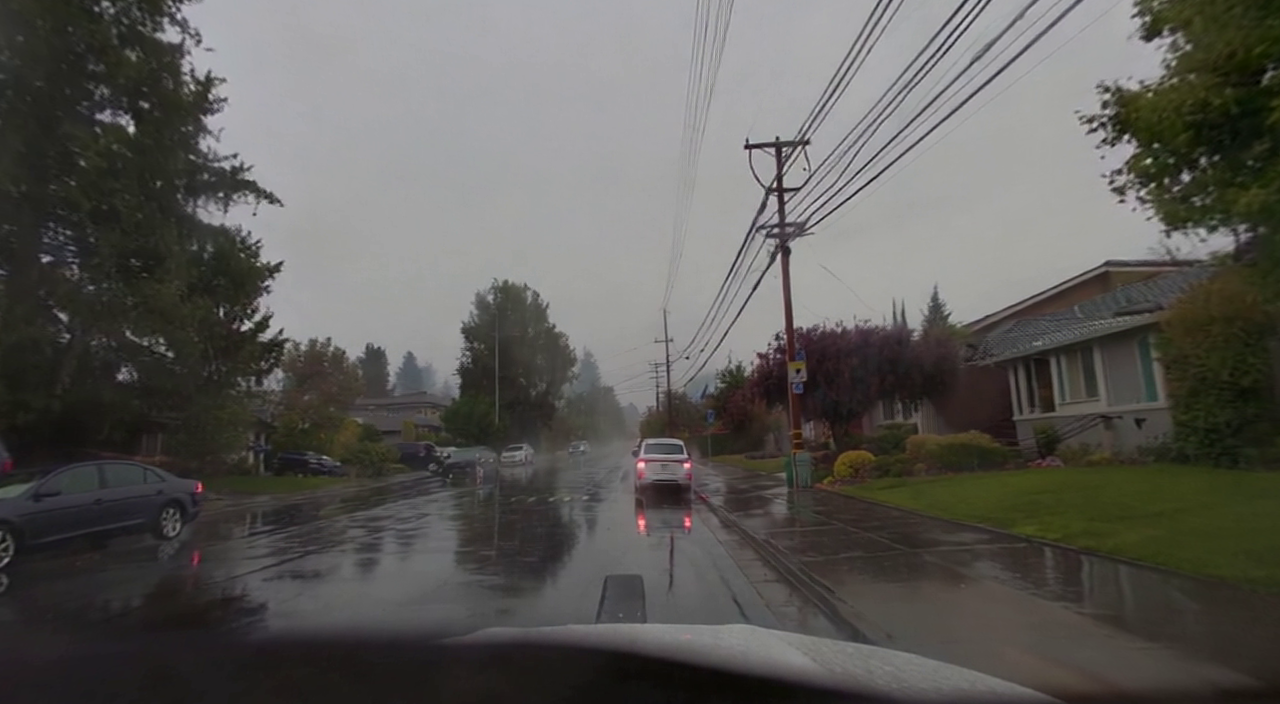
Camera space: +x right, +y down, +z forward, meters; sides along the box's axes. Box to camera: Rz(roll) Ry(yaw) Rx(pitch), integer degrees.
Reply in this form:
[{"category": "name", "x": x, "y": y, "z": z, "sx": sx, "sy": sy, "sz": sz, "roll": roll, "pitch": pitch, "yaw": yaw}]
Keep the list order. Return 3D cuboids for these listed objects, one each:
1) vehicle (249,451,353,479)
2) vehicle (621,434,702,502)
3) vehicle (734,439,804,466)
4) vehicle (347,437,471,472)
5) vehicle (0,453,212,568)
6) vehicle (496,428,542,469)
[{"category": "vehicle", "x": -17.963, "y": 6.010, "z": 33.632, "sx": 4.481, "sy": 1.420, "sz": 1.712, "roll": 0, "pitch": -9, "yaw": -3}, {"category": "vehicle", "x": 0.576, "y": 2.972, "z": 16.494, "sx": 1.908, "sy": 1.572, "sz": 3.105, "roll": 0, "pitch": -8, "yaw": 3}, {"category": "vehicle", "x": 8.140, "y": 6.377, "z": 40.222, "sx": 4.075, "sy": 1.674, "sz": 1.811, "roll": 0, "pitch": -8, "yaw": 1}, {"category": "vehicle", "x": -13.683, "y": 6.110, "z": 37.720, "sx": 6.488, "sy": 2.009, "sz": 2.354, "roll": 0, "pitch": -9, "yaw": 1}, {"category": "vehicle", "x": -9.415, "y": 2.373, "z": 10.027, "sx": 1.968, "sy": 1.449, "sz": 4.502, "roll": 0, "pitch": -8, "yaw": 2}, {"category": "vehicle", "x": -9.111, "y": 7.360, "z": 48.189, "sx": 2.199, "sy": 2.902, "sz": 5.848, "roll": 0, "pitch": -8, "yaw": 1}]
